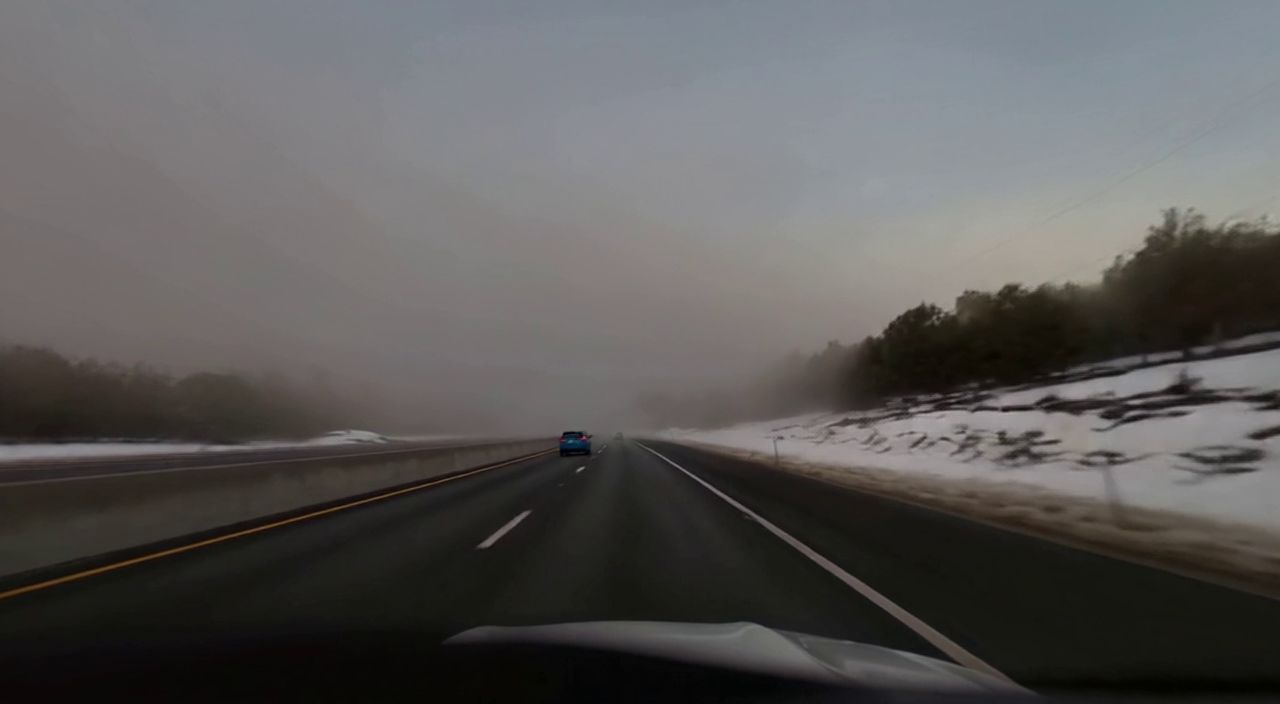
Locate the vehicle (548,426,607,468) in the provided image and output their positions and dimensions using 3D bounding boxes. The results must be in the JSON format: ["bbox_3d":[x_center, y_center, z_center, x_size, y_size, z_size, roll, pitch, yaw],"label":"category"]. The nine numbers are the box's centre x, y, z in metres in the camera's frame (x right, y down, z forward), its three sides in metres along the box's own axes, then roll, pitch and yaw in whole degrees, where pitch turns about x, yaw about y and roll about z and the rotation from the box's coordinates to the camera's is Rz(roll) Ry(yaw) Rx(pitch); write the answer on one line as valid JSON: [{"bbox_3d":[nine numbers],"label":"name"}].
[{"bbox_3d":[-2.412,3.777,25.207,1.999,1.536,3.969,0,-8,0],"label":"vehicle"}]
